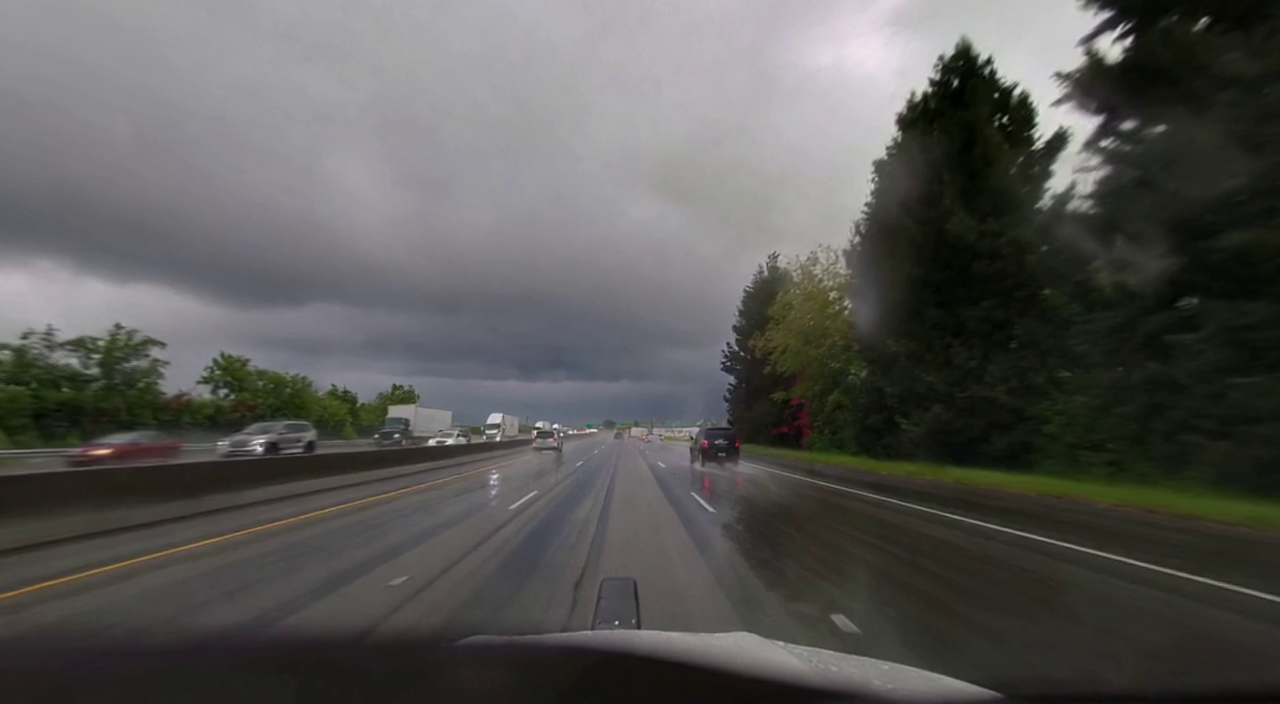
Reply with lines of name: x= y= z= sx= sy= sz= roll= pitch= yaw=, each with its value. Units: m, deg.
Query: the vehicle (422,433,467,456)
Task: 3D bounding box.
vehicle: x=-12.958 y=6.120 z=41.946 sx=1.809 sy=1.454 sz=4.209 roll=0 pitch=-8 yaw=-2

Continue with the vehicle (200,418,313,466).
vehicle: x=-17.097 y=4.050 z=28.445 sx=2.151 sy=1.970 sz=4.758 roll=0 pitch=-8 yaw=-2

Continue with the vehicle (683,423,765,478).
vehicle: x=2.689 y=3.265 z=21.213 sx=2.022 sy=1.637 sz=4.229 roll=0 pitch=-8 yaw=-3

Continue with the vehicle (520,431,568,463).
vehicle: x=-4.964 y=4.958 z=33.102 sx=1.996 sy=1.518 sz=4.229 roll=0 pitch=-8 yaw=-2

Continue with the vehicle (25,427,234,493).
vehicle: x=-12.876 y=2.724 z=16.351 sx=1.858 sy=1.475 sz=4.355 roll=0 pitch=-8 yaw=-1
